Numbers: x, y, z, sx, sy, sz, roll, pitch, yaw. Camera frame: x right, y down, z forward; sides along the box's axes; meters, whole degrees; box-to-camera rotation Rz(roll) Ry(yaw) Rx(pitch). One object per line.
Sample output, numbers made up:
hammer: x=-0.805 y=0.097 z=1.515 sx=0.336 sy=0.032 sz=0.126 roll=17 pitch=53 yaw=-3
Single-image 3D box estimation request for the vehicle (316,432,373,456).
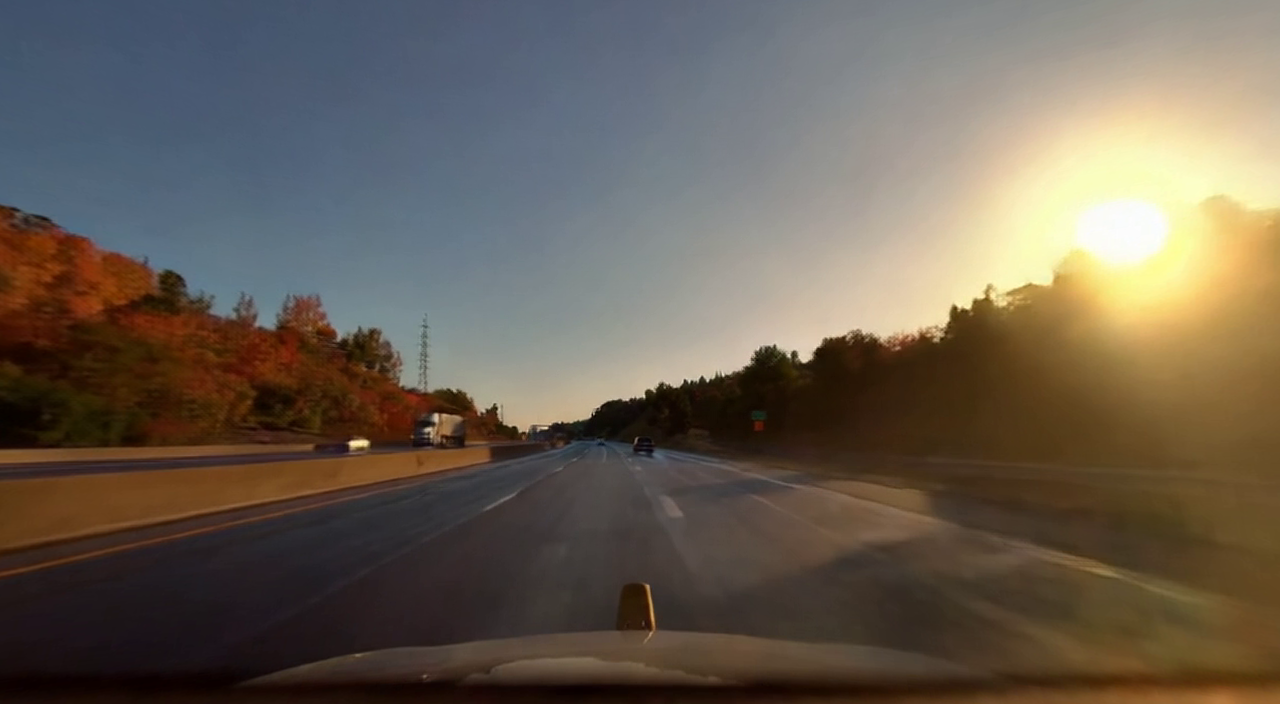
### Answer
vehicle: x=-19.108 y=5.975 z=40.887 sx=1.737 sy=1.473 sz=4.119 roll=0 pitch=-8 yaw=-1
